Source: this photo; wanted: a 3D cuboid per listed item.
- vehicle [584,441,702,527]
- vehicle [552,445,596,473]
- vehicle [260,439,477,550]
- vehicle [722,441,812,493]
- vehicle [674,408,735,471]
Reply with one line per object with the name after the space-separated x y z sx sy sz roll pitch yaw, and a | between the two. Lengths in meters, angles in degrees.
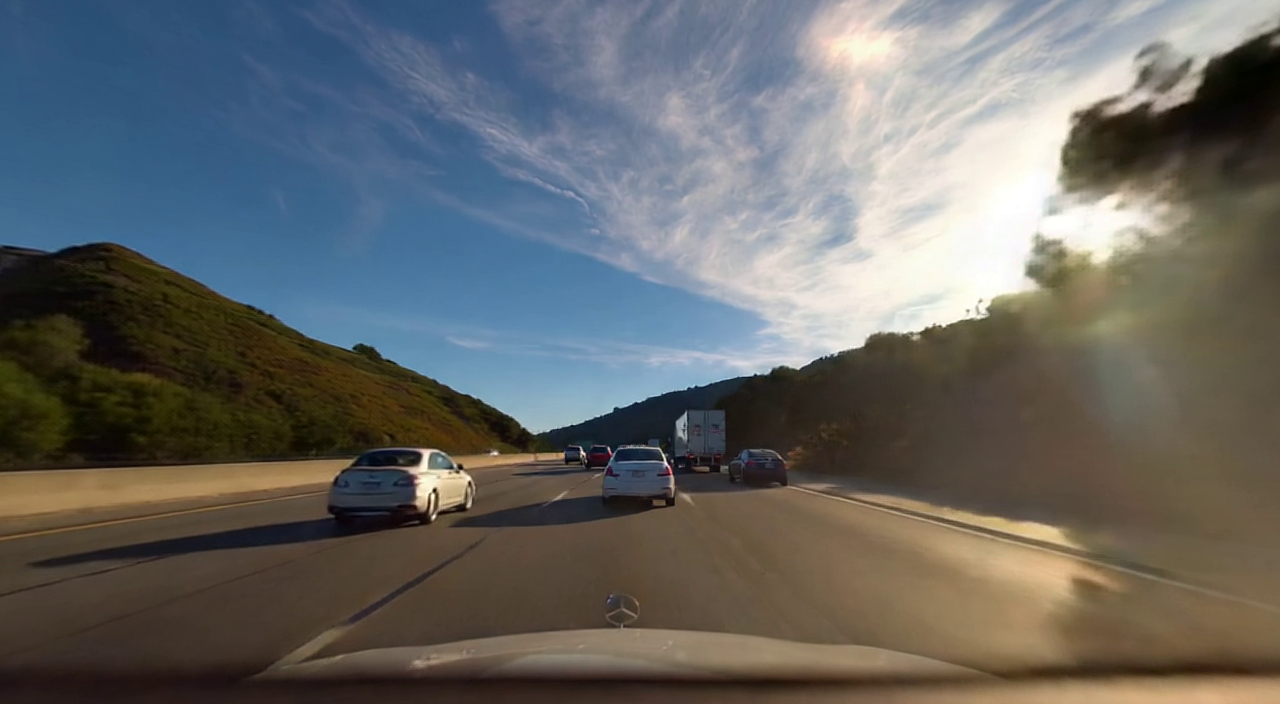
0.064 2.594 12.844 2.041 1.484 3.535 0 -9 0 | vehicle
-4.077 6.715 39.692 2.211 1.669 4.224 0 -9 1 | vehicle
-4.198 2.253 10.553 1.848 1.486 3.832 0 -9 1 | vehicle
4.161 3.858 21.481 2.029 1.579 4.484 0 -9 -1 | vehicle
4.592 6.891 48.689 3.194 4.038 16.301 0 -9 1 | vehicle
